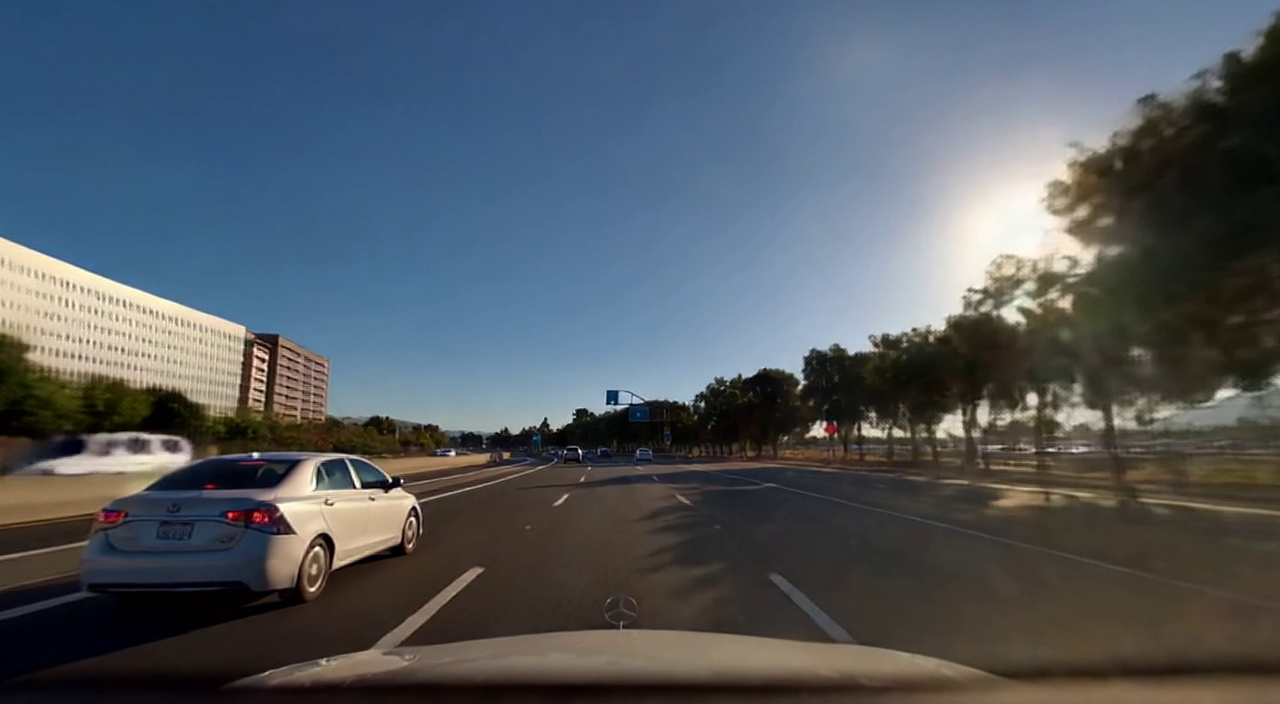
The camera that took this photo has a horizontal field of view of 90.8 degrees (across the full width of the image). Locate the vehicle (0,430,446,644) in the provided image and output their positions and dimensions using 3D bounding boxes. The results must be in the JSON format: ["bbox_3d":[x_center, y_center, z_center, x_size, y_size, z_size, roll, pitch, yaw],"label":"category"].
[{"bbox_3d":[-3.754,1.620,6.662,2.018,1.476,4.364,0,-8,0],"label":"vehicle"}]
